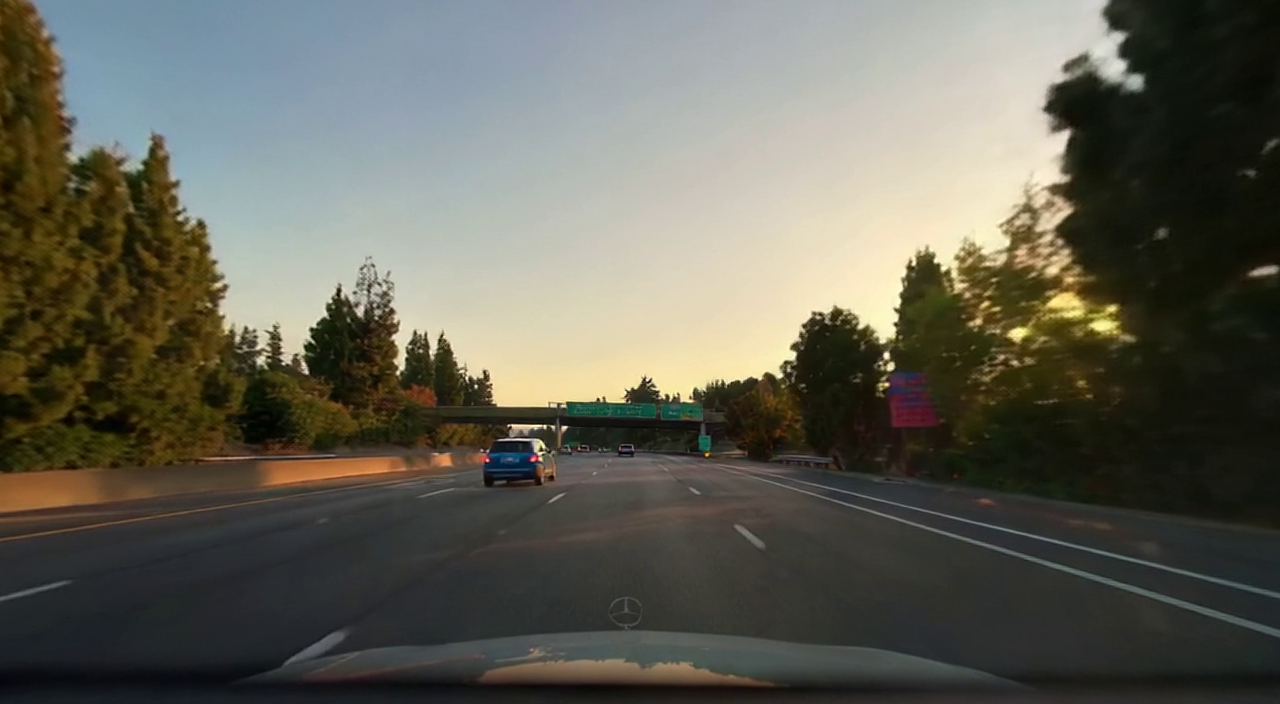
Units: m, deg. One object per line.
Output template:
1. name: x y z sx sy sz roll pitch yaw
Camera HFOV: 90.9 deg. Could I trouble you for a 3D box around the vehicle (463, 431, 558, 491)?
1. vehicle: -4.072 3.498 20.666 2.162 1.724 4.537 0 -8 0
